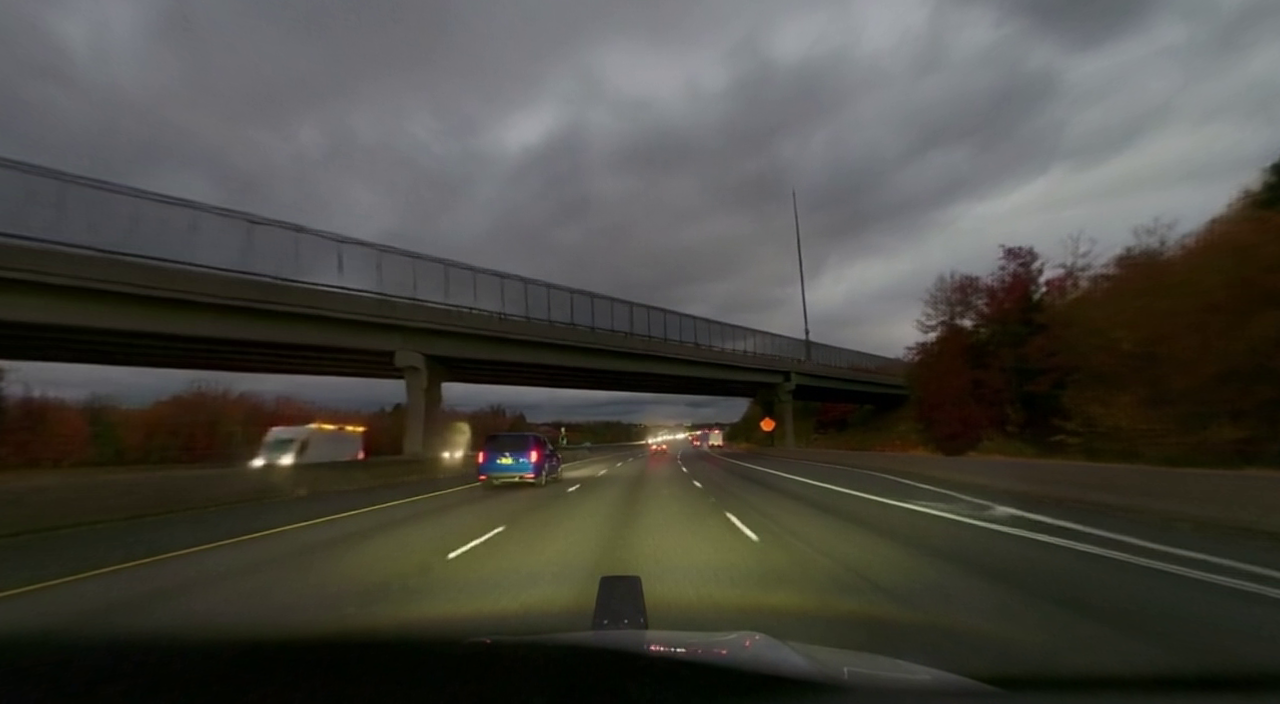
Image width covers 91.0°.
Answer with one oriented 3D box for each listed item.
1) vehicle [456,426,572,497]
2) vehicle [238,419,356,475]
[{"bbox_3d":[-3.323,3.003,17.600,2.177,1.707,4.432,0,-8,2],"label":"vehicle"},{"bbox_3d":[-22.476,6.318,41.916,3.136,3.324,7.842,-1,-8,3],"label":"vehicle"}]
